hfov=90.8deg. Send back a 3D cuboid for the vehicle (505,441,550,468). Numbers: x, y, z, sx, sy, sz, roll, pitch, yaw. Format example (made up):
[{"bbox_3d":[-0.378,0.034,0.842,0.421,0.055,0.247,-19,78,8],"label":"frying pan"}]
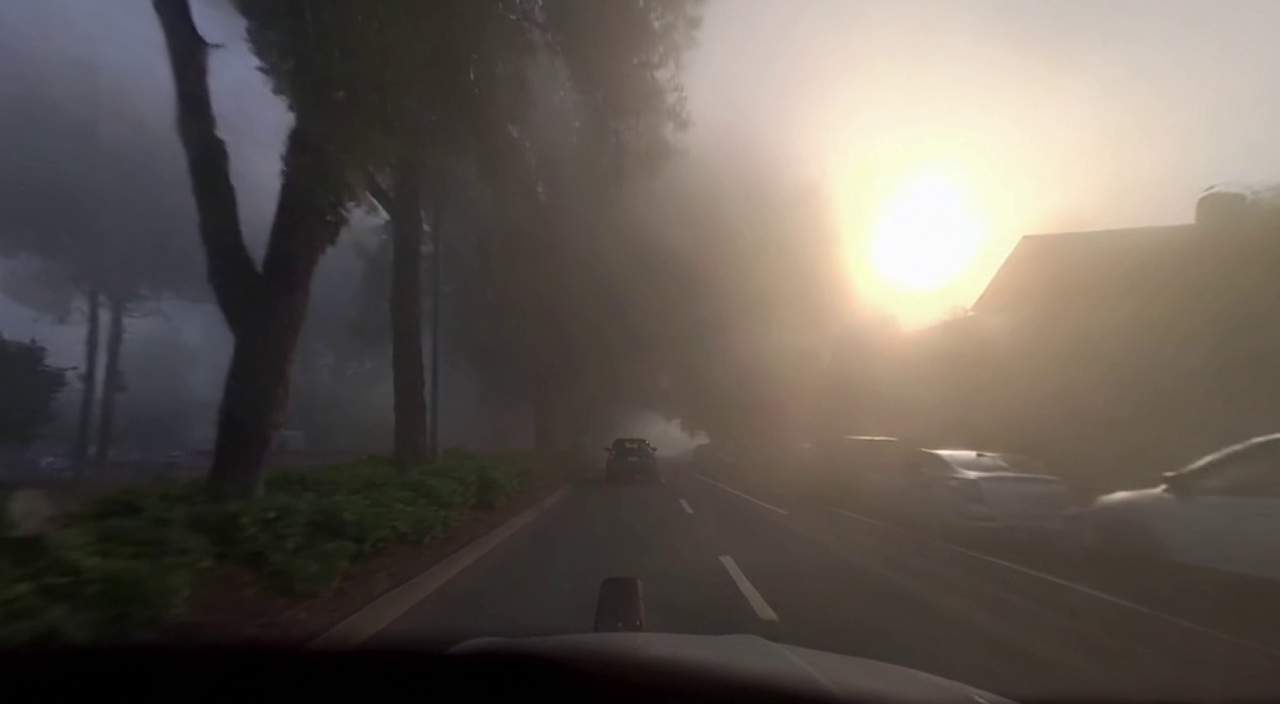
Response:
[{"bbox_3d":[-6.556,6.004,37.163,2.105,1.474,4.808,1,-8,-4],"label":"vehicle"}]

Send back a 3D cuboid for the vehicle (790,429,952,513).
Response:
[{"bbox_3d":[5.674,2.986,16.381,2.233,1.811,4.922,0,-8,-1],"label":"vehicle"}]

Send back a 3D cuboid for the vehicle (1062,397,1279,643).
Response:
[{"bbox_3d":[5.890,1.263,4.672,1.994,1.853,4.924,0,-8,-2],"label":"vehicle"}]

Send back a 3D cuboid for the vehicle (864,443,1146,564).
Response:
[{"bbox_3d":[5.348,2.222,10.078,2.005,1.499,4.108,0,-8,0],"label":"vehicle"}]

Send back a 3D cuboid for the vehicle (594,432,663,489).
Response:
[{"bbox_3d":[-0.388,3.555,20.961,2.070,1.698,3.925,0,-8,-1],"label":"vehicle"}]
